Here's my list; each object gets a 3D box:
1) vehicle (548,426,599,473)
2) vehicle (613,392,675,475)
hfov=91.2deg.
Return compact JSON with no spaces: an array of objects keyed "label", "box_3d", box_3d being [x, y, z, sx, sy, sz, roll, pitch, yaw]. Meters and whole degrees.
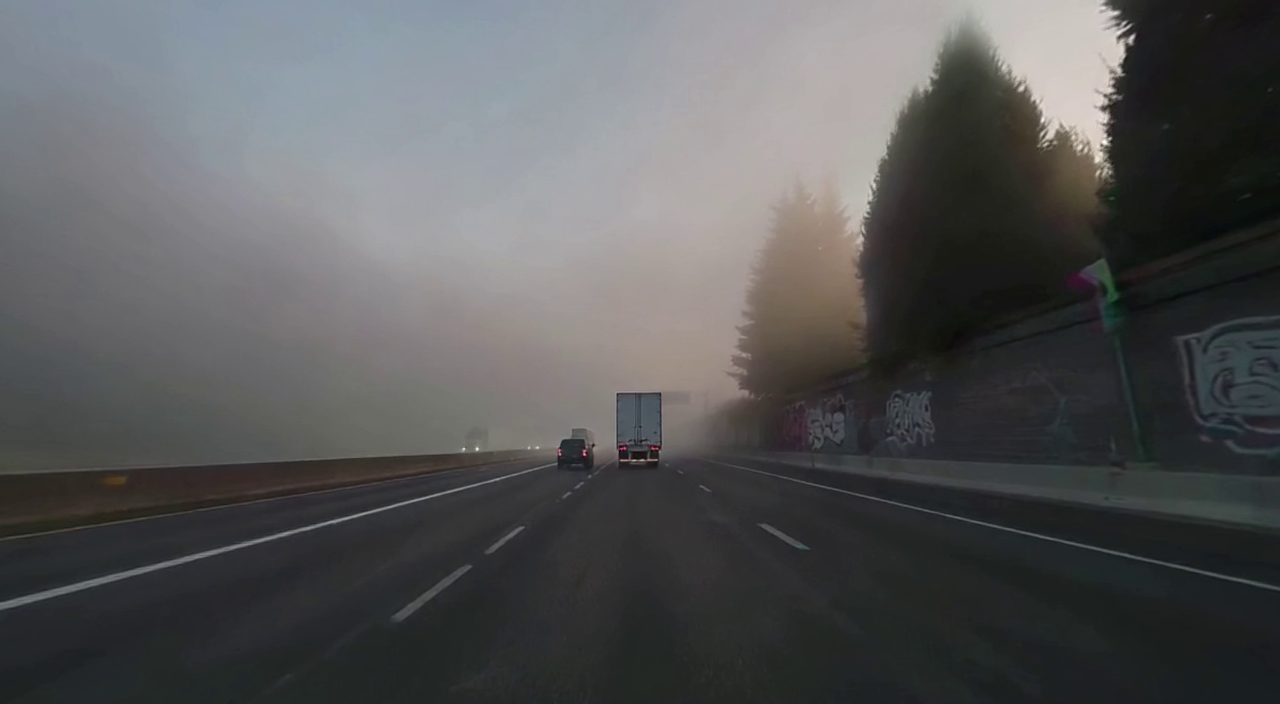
[{"label":"vehicle","box_3d":[-3.592,5.418,34.878,2.278,2.369,5.249,0,-9,0]},{"label":"vehicle","box_3d":[0.114,4.852,36.409,3.042,4.023,10.832,0,-9,-1]}]
